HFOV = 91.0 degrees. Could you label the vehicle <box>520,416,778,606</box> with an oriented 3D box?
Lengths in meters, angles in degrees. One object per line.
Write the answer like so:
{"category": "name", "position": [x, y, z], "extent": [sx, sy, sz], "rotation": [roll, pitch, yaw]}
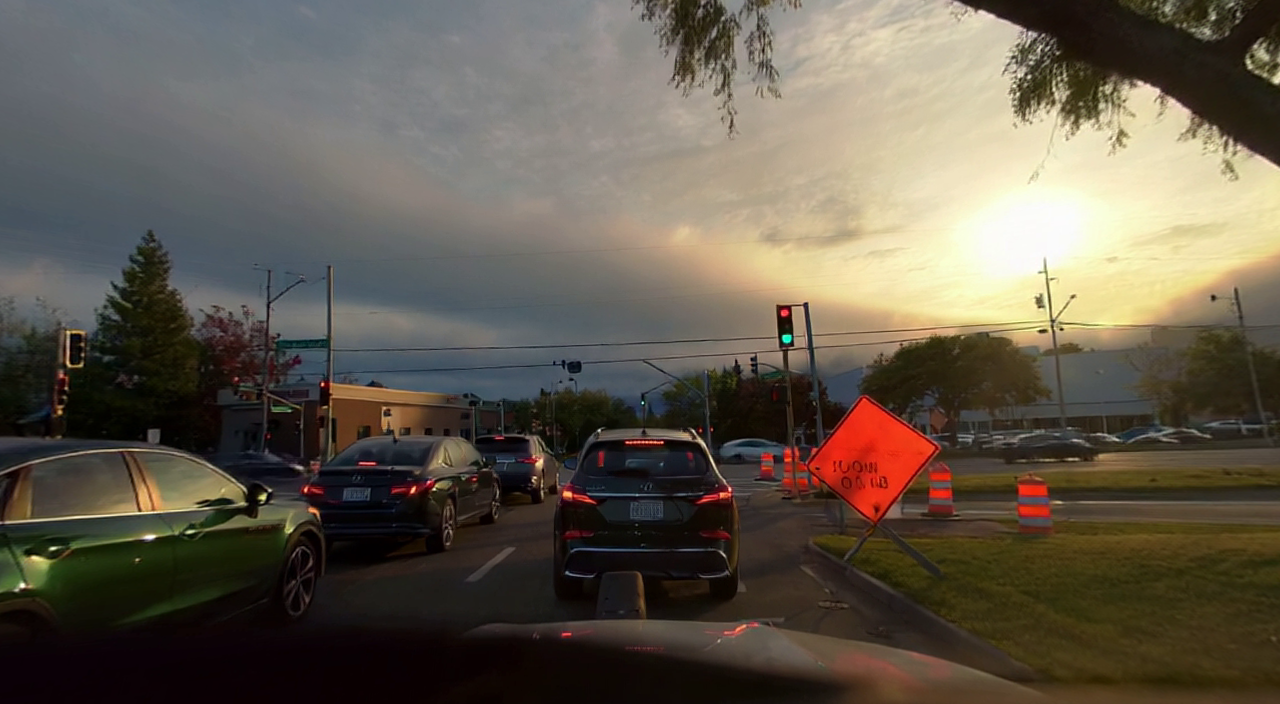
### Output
{"category": "vehicle", "position": [0.116, 1.620, 7.213], "extent": [2.167, 1.560, 3.676], "rotation": [0, -9, 1]}

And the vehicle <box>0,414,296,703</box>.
{"category": "vehicle", "position": [-3.582, 0.943, 2.150], "extent": [2.064, 1.497, 4.722], "rotation": [0, -9, 1]}

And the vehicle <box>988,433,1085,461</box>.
{"category": "vehicle", "position": [25.552, 6.150, 40.681], "extent": [4.827, 1.729, 1.986], "rotation": [0, -9, 1]}

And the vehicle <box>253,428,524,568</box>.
{"category": "vehicle", "position": [-3.267, 1.995, 9.458], "extent": [1.989, 1.541, 4.626], "rotation": [0, -9, 2]}
